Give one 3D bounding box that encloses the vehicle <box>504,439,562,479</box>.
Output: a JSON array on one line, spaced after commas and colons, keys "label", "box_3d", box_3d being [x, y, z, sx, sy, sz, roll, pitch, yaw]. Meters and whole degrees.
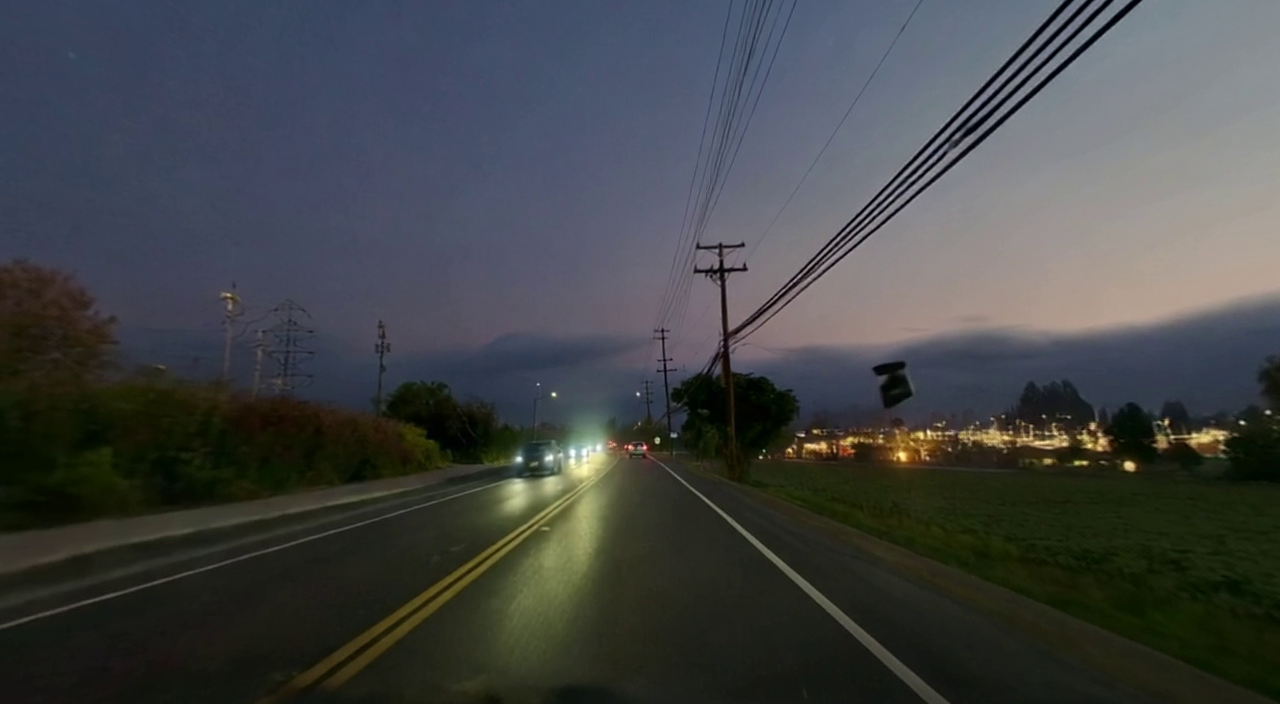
[{"label": "vehicle", "box_3d": [-4.988, 5.017, 29.953, 2.114, 1.712, 4.340, 0, -8, -2]}]
